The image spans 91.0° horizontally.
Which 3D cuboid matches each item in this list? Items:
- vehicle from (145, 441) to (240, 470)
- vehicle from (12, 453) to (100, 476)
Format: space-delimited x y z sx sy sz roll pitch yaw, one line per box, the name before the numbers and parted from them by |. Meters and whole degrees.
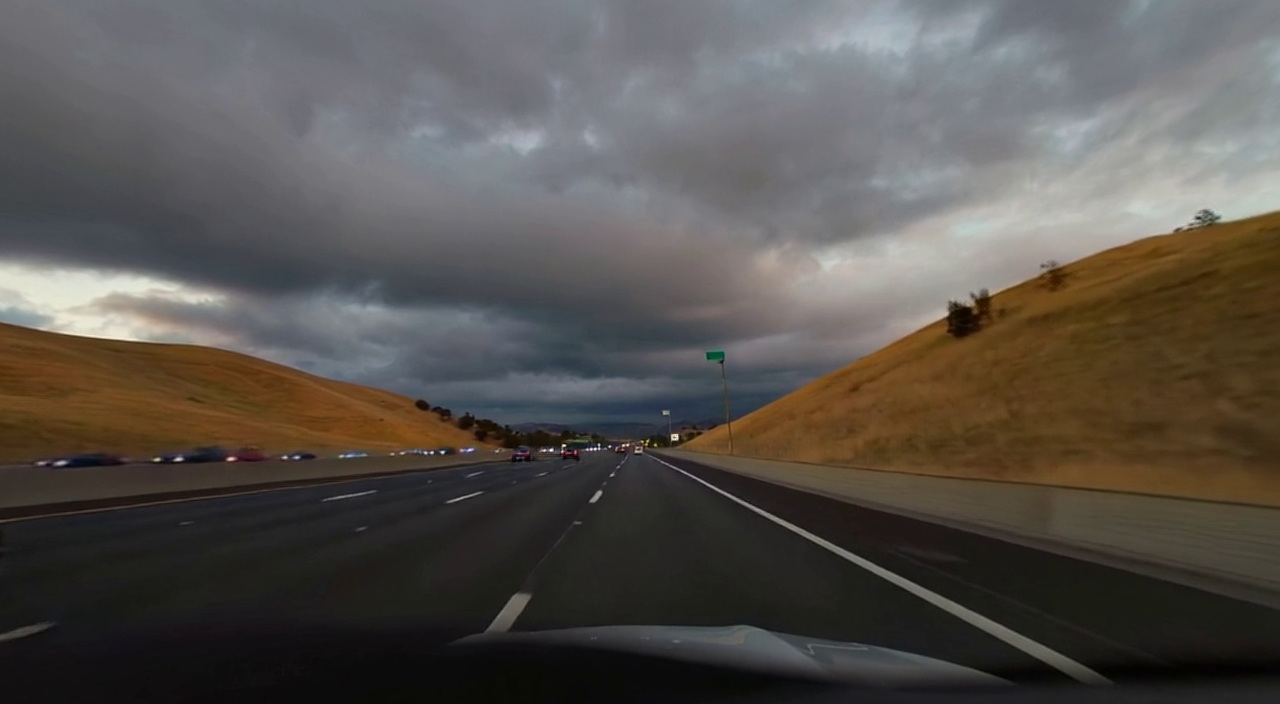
vehicle | -29.220 6.768 41.361 2.251 1.716 5.570 0 -9 -2
vehicle | -41.242 7.922 44.622 1.936 1.481 4.566 0 -9 -2
